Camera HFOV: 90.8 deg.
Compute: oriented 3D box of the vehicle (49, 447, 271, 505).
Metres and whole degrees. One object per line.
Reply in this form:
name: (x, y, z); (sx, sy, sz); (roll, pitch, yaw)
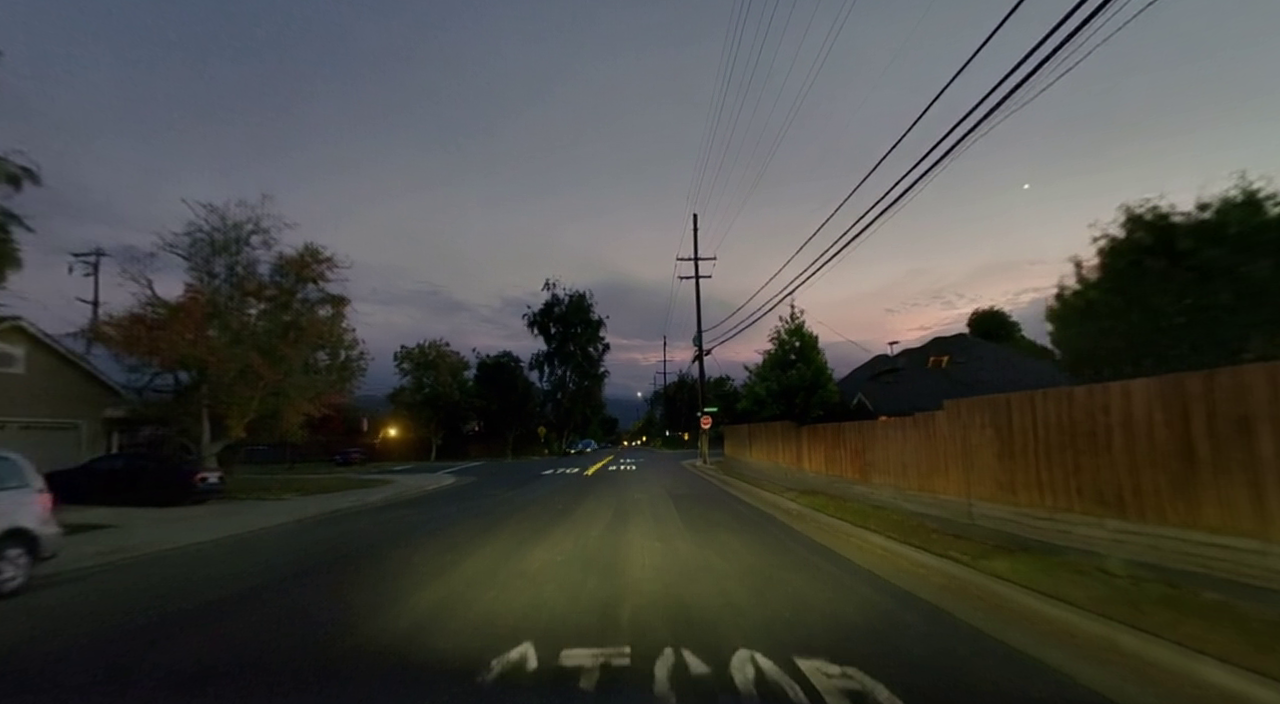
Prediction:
vehicle: (-13.371, 3.453, 17.916); (4.424, 1.487, 2.139); (1, -8, -7)
